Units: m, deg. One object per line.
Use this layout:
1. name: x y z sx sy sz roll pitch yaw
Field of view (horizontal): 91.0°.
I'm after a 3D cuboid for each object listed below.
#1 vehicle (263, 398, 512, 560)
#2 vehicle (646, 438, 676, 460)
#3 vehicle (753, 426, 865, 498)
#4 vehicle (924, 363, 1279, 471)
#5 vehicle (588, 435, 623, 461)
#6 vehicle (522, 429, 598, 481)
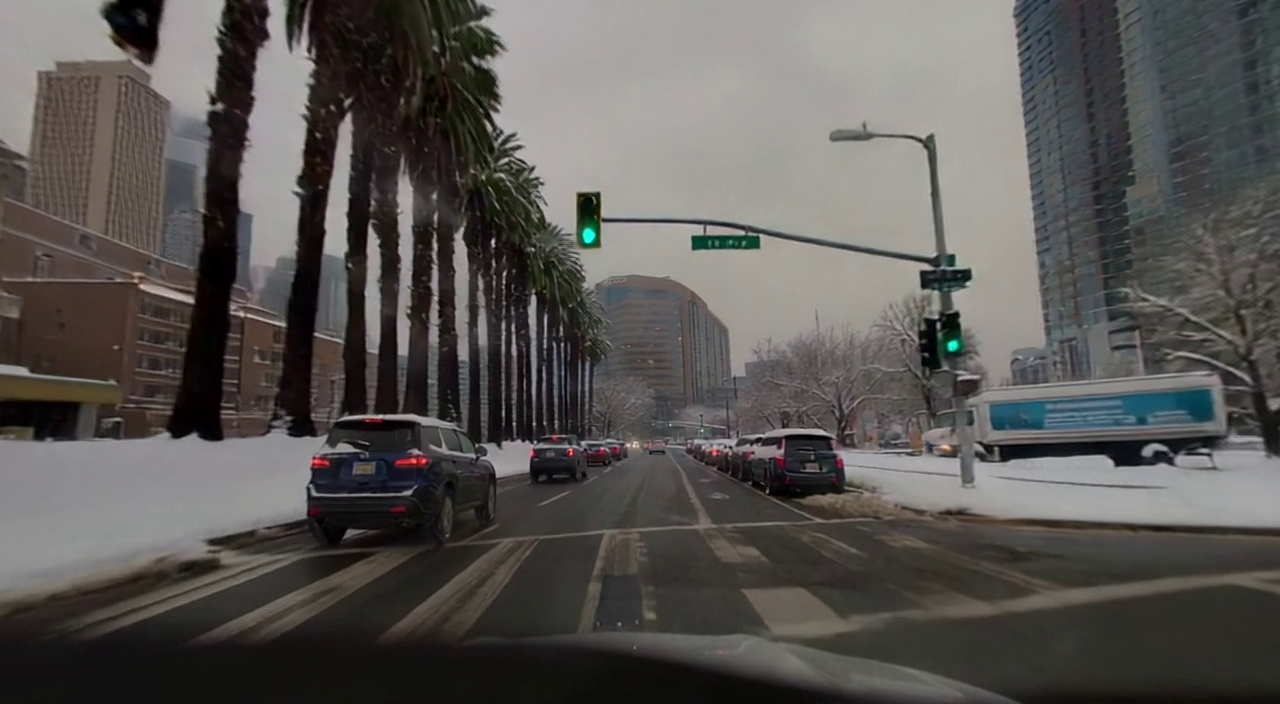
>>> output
1. vehicle: -3.270 1.734 9.233 1.800 1.797 4.224 0 -8 1
2. vehicle: 1.441 6.831 44.213 2.036 1.461 3.890 0 -8 1
3. vehicle: 4.515 3.014 17.653 1.965 1.735 4.835 0 -8 2
4. vehicle: 17.073 2.781 24.413 10.428 3.452 2.869 -8 -11 39
5. vehicle: -2.292 6.553 42.932 1.955 1.637 4.243 0 -8 3
6. vehicle: -2.821 3.768 23.245 2.014 1.740 4.392 0 -8 2
